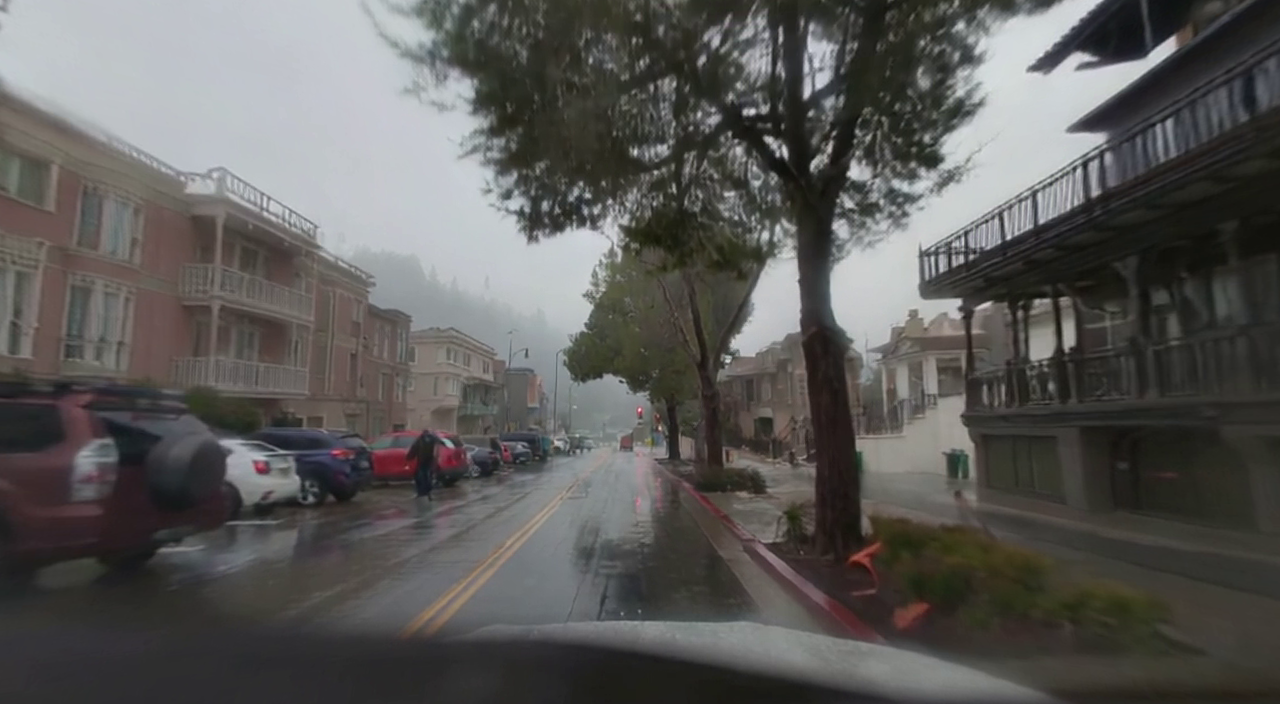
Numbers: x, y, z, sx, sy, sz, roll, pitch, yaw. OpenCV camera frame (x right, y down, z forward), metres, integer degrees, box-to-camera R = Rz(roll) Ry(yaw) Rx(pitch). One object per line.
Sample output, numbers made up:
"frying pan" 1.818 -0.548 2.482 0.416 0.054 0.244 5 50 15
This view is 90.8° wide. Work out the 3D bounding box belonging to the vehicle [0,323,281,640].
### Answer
"vehicle" -7.117 1.155 6.152 5.592 2.439 2.515 0 -9 -1
